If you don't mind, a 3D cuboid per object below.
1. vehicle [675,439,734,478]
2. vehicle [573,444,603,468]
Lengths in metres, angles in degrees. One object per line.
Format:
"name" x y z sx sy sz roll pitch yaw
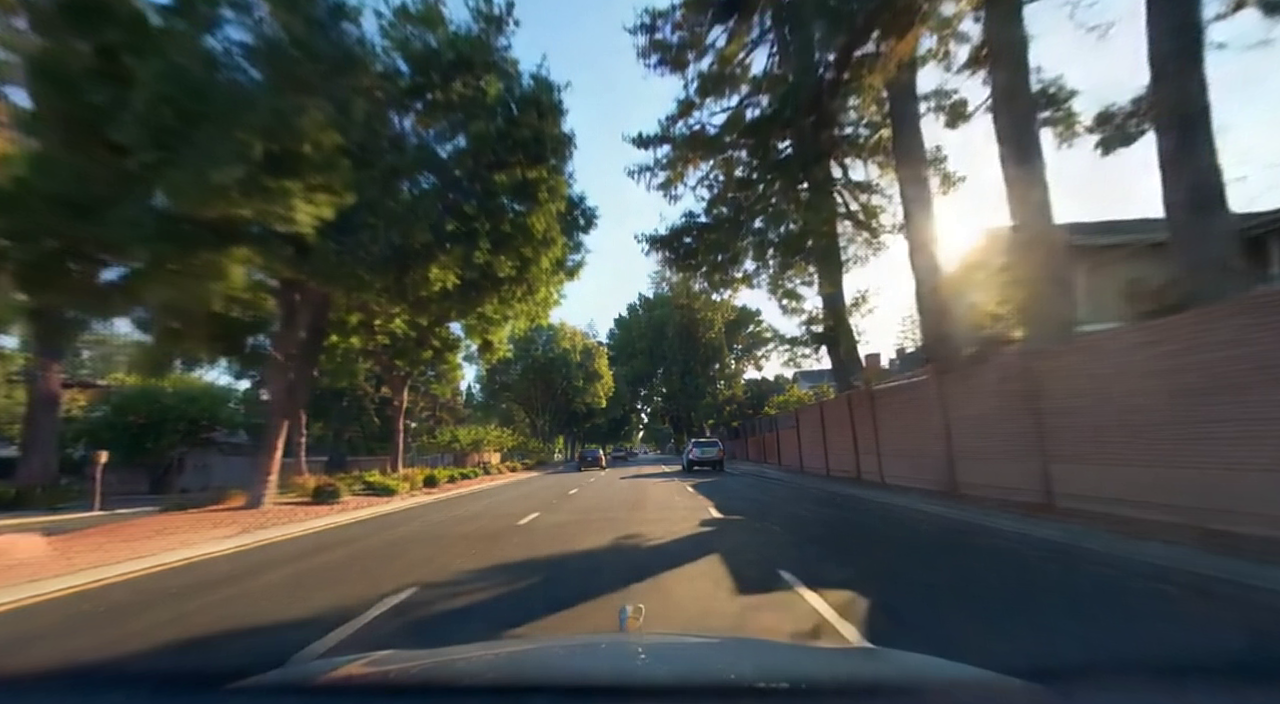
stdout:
"vehicle" 3.003 5.129 30.595 2.321 1.695 5.037 0 -8 0
"vehicle" -3.992 8.153 49.489 2.002 1.747 4.728 0 -8 -1
